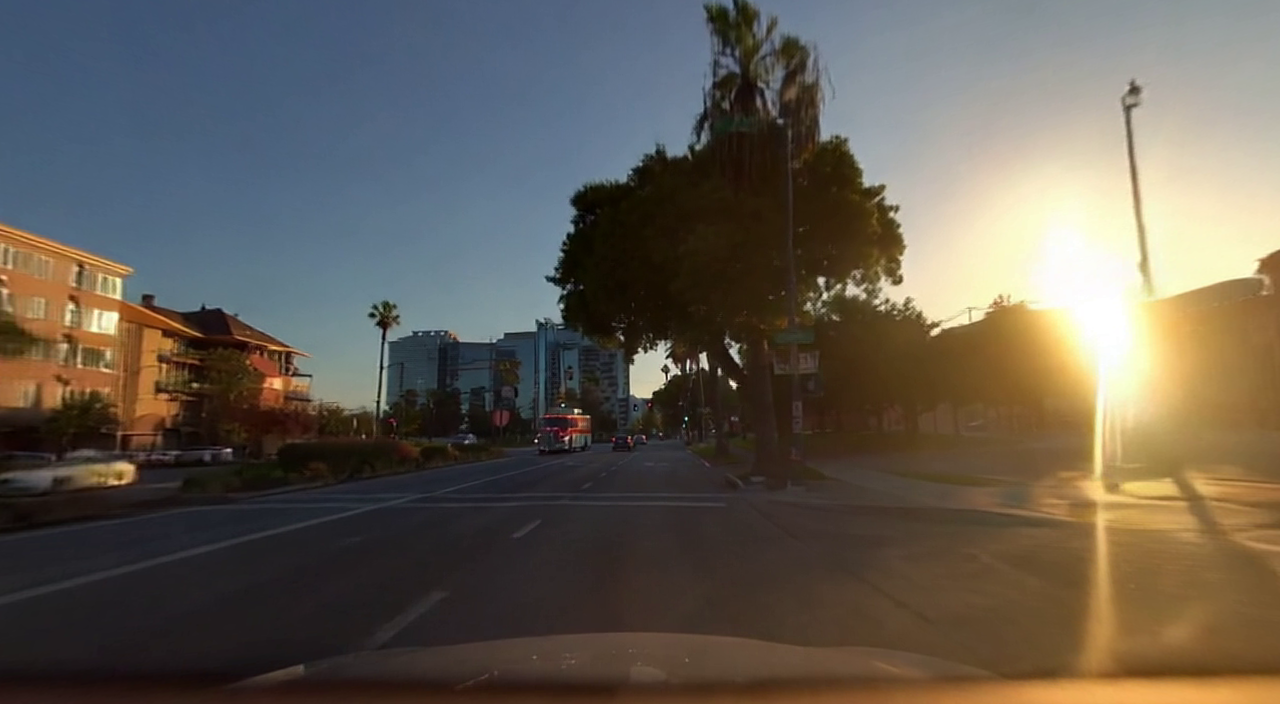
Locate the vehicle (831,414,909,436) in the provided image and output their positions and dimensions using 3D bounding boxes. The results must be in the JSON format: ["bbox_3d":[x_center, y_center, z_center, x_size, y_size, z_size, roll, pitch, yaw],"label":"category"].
[{"bbox_3d":[15.863,5.056,43.504,4.663,1.457,2.045,-1,-6,3],"label":"vehicle"}]

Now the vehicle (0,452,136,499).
[{"bbox_3d":[-22.181,4.627,23.965,1.945,1.504,4.566,0,-8,2],"label":"vehicle"}]
